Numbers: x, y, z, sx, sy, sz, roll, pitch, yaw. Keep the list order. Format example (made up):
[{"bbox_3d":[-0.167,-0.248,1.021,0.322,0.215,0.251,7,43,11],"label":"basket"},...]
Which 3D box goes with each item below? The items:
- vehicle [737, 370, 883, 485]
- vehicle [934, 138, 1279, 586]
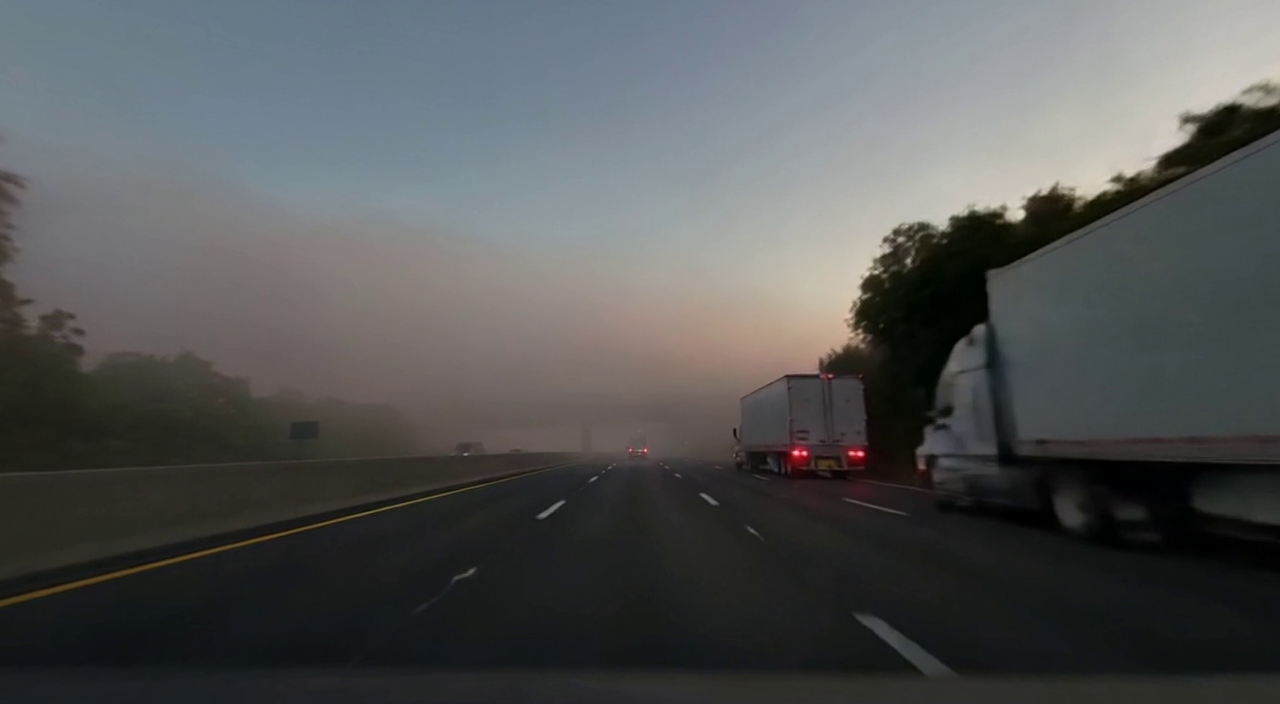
[{"bbox_3d":[7.220,3.841,30.111,2.937,4.105,14.800,0,-9,0],"label":"vehicle"},{"bbox_3d":[7.341,0.000,5.230,2.906,4.070,14.134,0,-9,0],"label":"vehicle"}]
